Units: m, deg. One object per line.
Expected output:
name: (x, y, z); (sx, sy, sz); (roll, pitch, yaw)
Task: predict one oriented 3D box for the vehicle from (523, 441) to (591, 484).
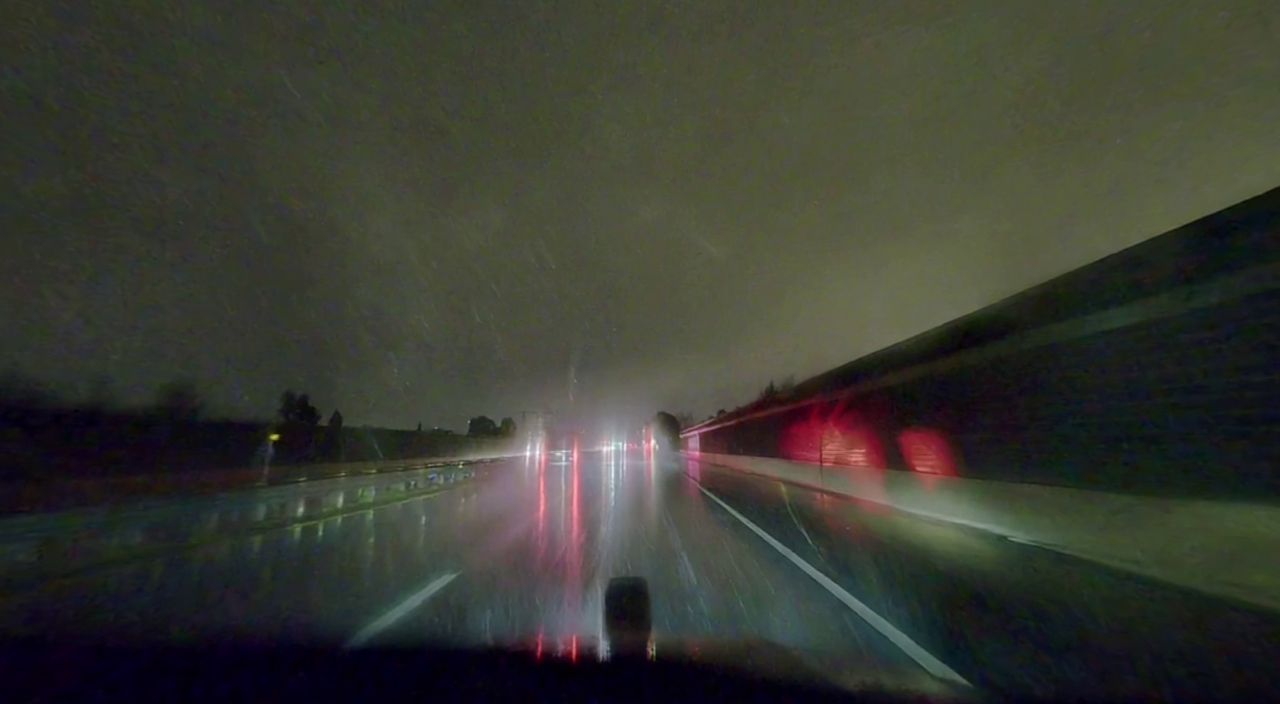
vehicle: (-3.151, 4.267, 24.749); (2.050, 1.530, 4.144); (0, -8, 1)
